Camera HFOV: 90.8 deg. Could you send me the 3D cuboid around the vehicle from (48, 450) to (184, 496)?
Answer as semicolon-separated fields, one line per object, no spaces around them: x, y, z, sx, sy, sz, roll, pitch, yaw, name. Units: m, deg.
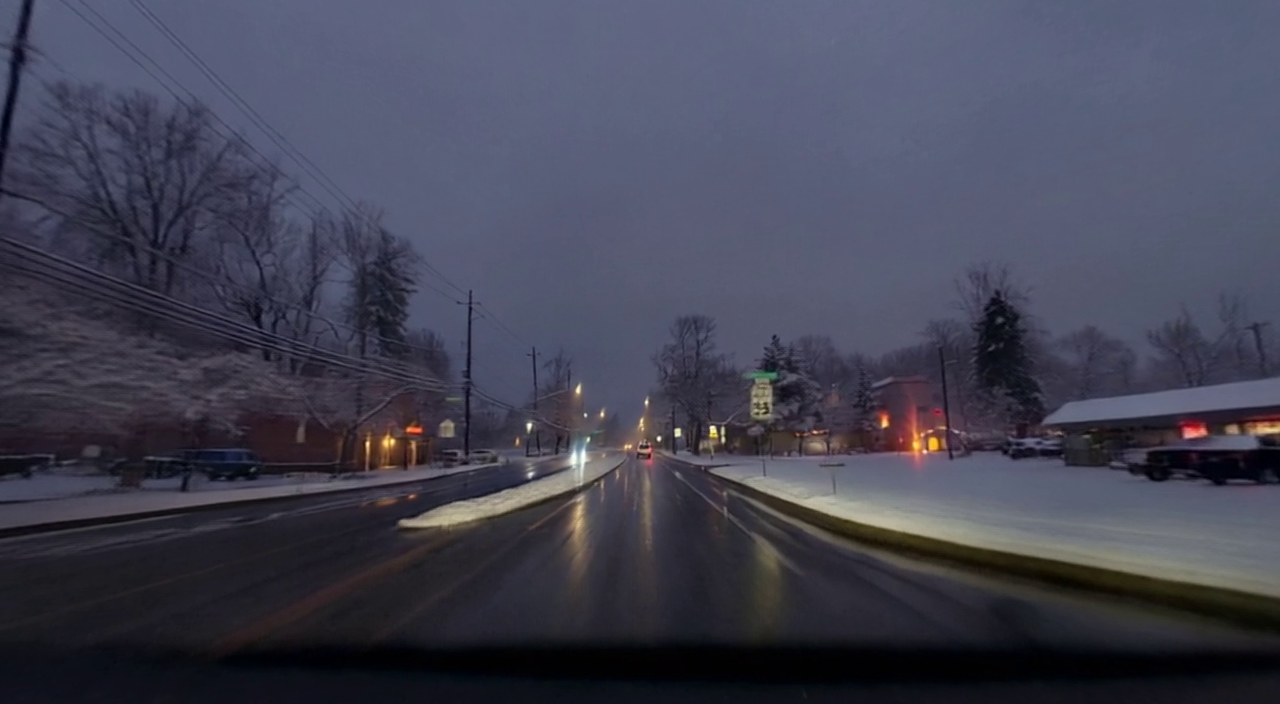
-19.253;4.410;23.528;2.061;1.475;4.357;1;-9;-13;vehicle
